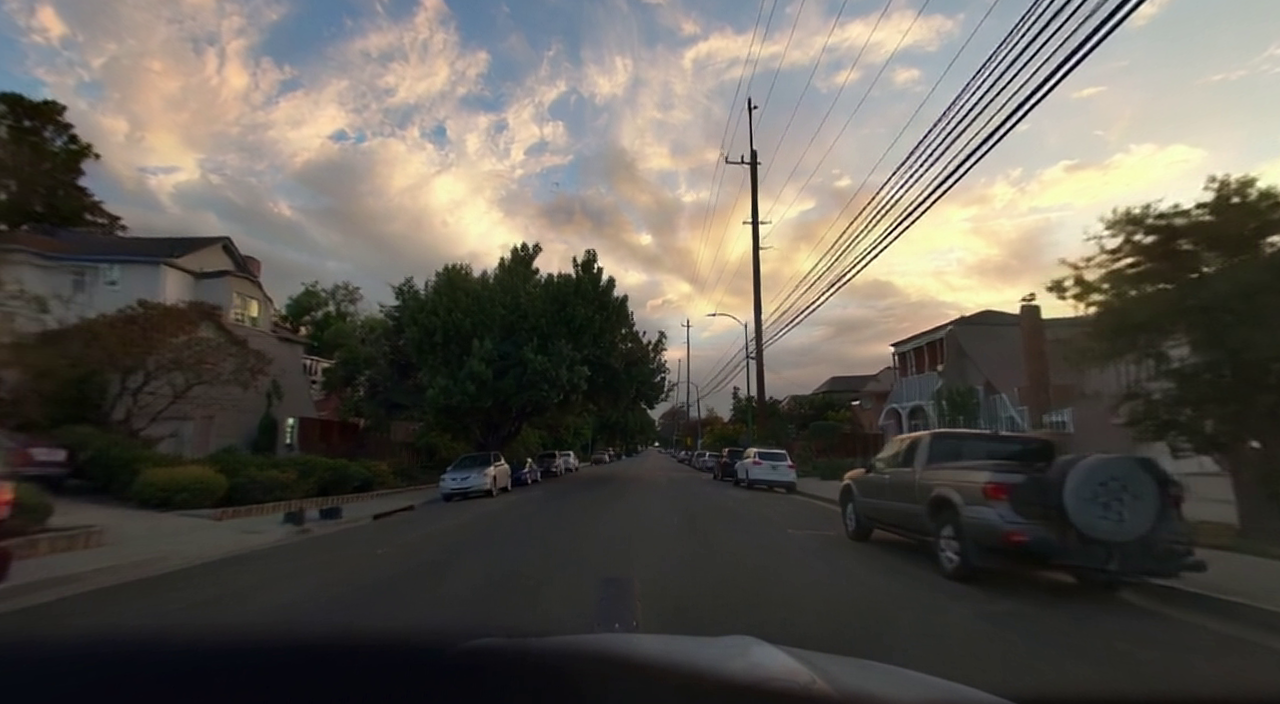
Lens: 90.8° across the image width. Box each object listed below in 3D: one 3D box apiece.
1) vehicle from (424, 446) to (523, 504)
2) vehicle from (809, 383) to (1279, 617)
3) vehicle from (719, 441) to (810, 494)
[{"bbox_3d":[-5.215,3.892,20.474,1.971,1.648,4.638,0,-9,0],"label":"vehicle"},{"bbox_3d":[4.421,1.746,8.574,2.547,2.075,5.693,0,-9,-1],"label":"vehicle"},{"bbox_3d":[4.896,4.663,26.028,2.462,1.894,6.076,0,-9,0],"label":"vehicle"}]
